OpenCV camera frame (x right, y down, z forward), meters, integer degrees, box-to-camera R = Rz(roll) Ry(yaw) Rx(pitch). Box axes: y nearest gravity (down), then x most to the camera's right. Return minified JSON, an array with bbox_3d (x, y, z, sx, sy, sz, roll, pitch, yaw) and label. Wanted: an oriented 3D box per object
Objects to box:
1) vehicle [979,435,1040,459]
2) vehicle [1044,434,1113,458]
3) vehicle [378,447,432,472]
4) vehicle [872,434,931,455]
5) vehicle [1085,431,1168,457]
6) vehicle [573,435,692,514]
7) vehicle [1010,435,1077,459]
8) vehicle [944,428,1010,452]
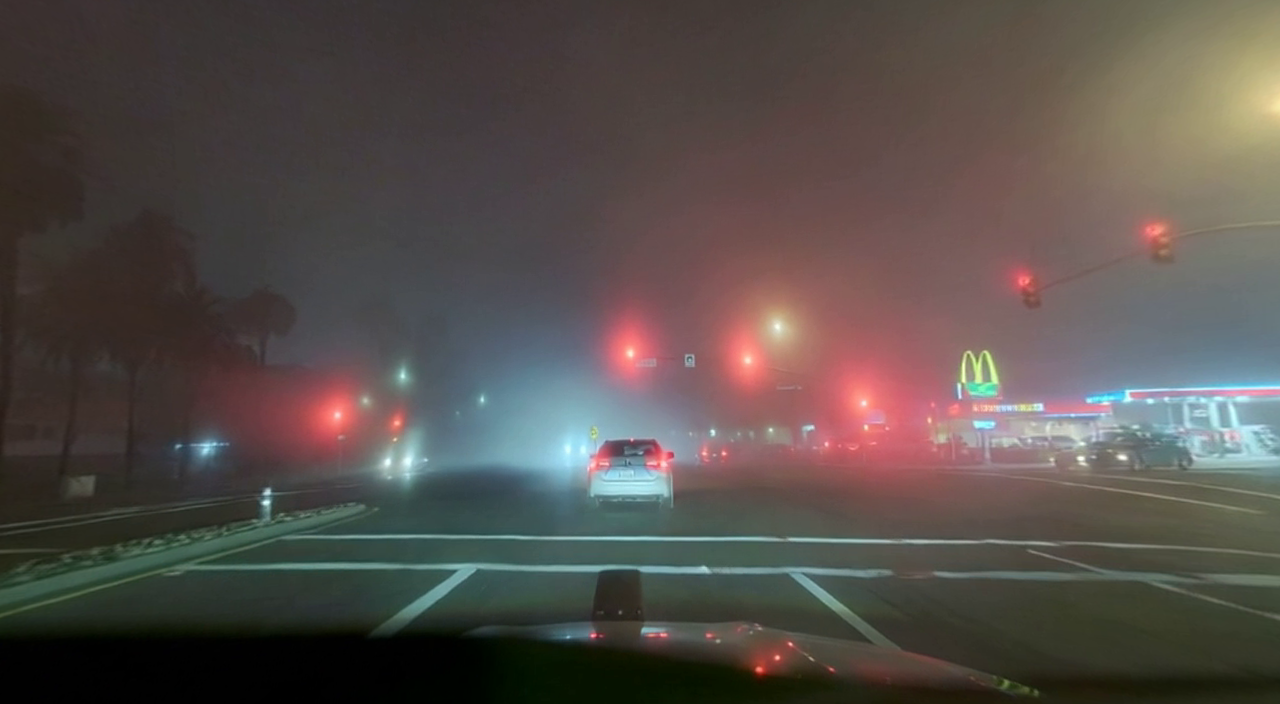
[{"bbox_3d":[24.408,6.283,41.850,1.738,1.462,3.609,0,-8,-1],"label":"vehicle"},{"bbox_3d":[28.941,6.226,41.838,1.848,1.467,3.941,-1,-8,3],"label":"vehicle"},{"bbox_3d":[-15.478,7.102,41.868,1.896,1.508,4.659,0,-8,-1],"label":"vehicle"},{"bbox_3d":[19.682,6.984,47.647,3.833,1.495,1.892,-2,-9,15],"label":"vehicle"},{"bbox_3d":[31.930,6.076,41.643,1.903,1.630,4.320,0,-8,-2],"label":"vehicle"},{"bbox_3d":[-0.146,2.678,14.390,2.270,1.475,4.571,0,-8,0],"label":"vehicle"},{"bbox_3d":[26.471,6.231,41.610,1.923,1.501,3.849,0,-8,2],"label":"vehicle"},{"bbox_3d":[24.716,6.487,46.417,3.783,1.560,1.853,-4,-10,13],"label":"vehicle"}]
